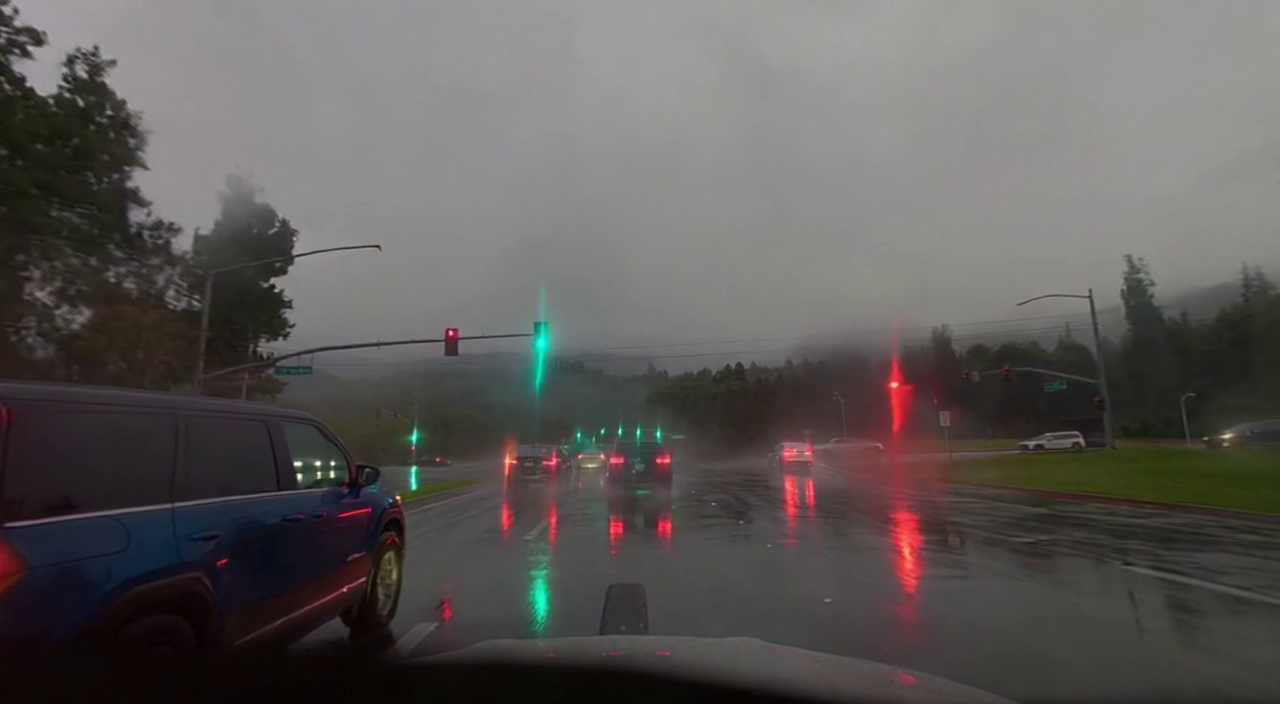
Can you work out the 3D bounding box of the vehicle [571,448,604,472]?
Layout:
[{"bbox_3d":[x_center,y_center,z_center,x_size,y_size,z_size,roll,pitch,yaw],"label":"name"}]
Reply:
[{"bbox_3d":[-3.533,7.404,43.392,2.004,1.484,4.480,0,-8,-2],"label":"vehicle"}]

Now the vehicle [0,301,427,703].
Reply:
[{"bbox_3d":[-3.456,1.016,4.030,2.320,1.863,5.148,0,-8,1],"label":"vehicle"}]

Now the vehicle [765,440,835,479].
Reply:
[{"bbox_3d":[7.951,5.370,31.842,2.166,1.761,4.692,0,-8,-1],"label":"vehicle"}]

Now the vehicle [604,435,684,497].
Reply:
[{"bbox_3d":[0.115,3.587,20.253,2.298,1.770,4.138,0,-8,0],"label":"vehicle"}]

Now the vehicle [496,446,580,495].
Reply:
[{"bbox_3d":[-3.432,4.072,22.280,2.061,1.504,5.142,0,-8,1],"label":"vehicle"}]
